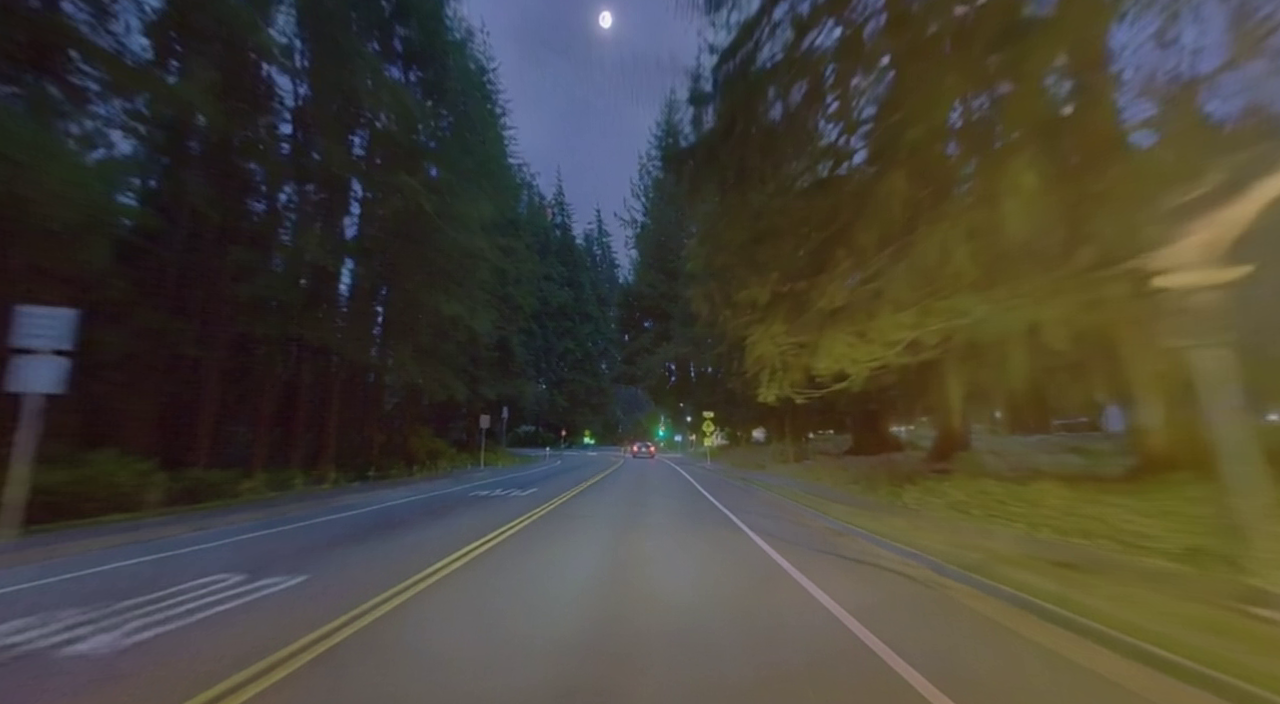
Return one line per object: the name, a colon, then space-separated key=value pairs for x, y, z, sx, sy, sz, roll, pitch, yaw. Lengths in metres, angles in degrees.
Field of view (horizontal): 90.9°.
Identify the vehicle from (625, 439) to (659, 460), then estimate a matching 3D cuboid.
vehicle: x=0.073 y=7.506 z=48.626 sx=1.861 sy=1.511 sz=4.237 roll=2 pitch=-9 yaw=-11
